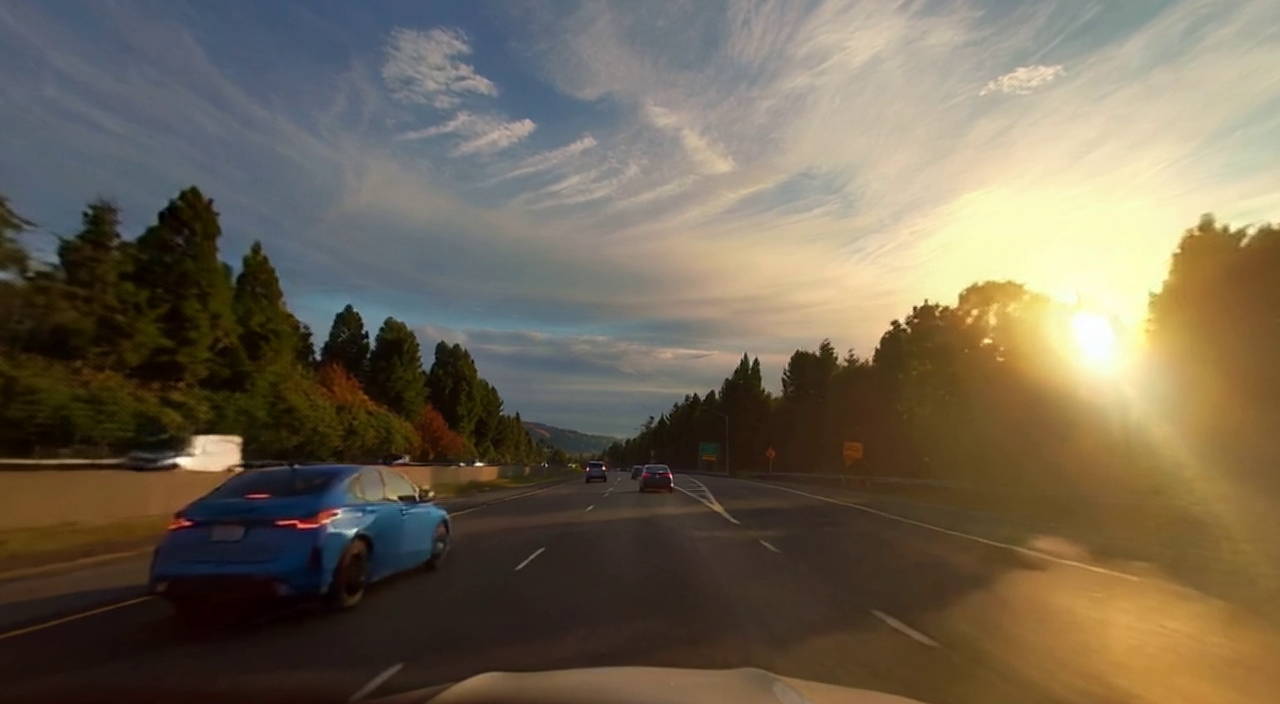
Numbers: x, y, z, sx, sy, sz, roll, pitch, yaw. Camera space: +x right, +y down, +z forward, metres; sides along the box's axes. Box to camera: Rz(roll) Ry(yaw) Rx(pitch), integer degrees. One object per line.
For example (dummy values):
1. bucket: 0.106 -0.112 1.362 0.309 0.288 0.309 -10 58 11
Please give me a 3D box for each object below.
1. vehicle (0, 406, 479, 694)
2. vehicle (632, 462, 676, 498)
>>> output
1. vehicle: -3.333 1.607 6.175 2.176 1.678 4.724 0 -11 1
2. vehicle: 0.620 6.004 29.627 1.905 1.559 3.491 1 -11 -1
